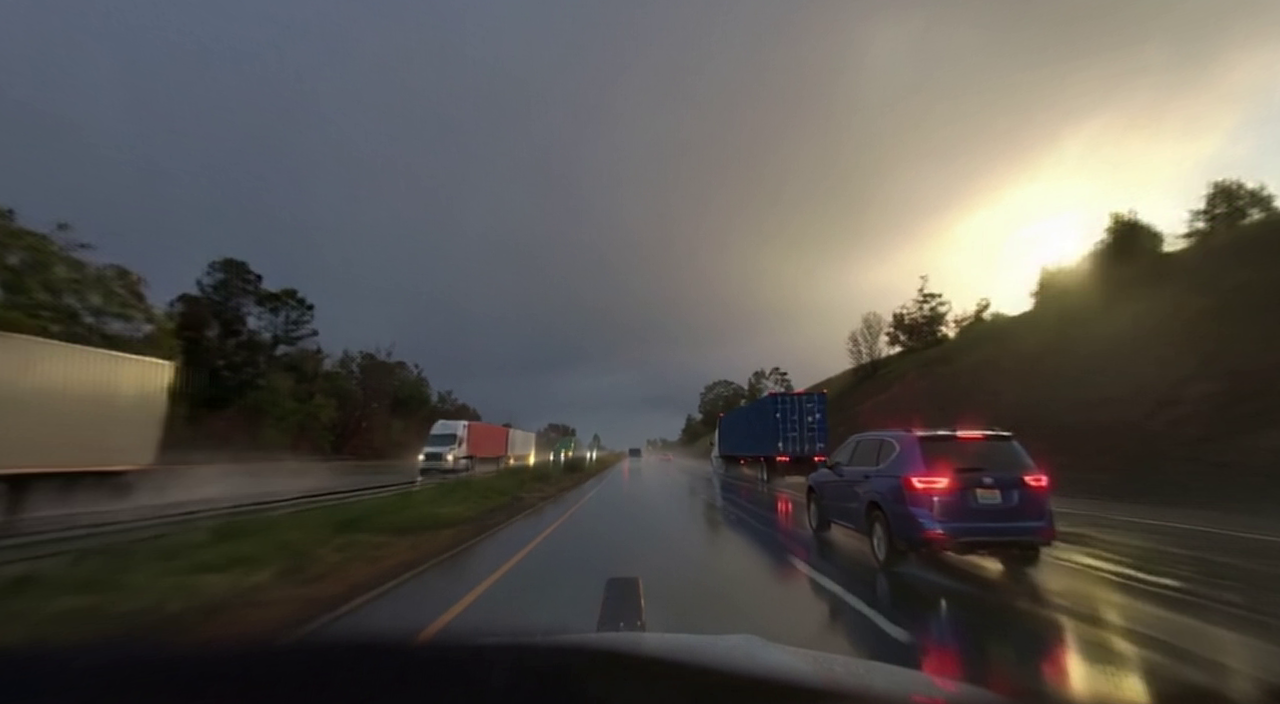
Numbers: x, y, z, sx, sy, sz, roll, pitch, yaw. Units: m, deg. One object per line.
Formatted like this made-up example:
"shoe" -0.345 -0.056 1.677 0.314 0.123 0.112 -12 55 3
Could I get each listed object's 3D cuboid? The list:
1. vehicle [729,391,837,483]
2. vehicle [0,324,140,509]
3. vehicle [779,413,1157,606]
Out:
"vehicle" 7.378 4.842 35.220 2.882 4.109 13.567 0 -9 0
"vehicle" -15.526 0.870 10.333 2.901 4.036 14.483 0 -9 0
"vehicle" 3.360 1.715 7.812 2.130 1.658 4.537 0 -9 -1
